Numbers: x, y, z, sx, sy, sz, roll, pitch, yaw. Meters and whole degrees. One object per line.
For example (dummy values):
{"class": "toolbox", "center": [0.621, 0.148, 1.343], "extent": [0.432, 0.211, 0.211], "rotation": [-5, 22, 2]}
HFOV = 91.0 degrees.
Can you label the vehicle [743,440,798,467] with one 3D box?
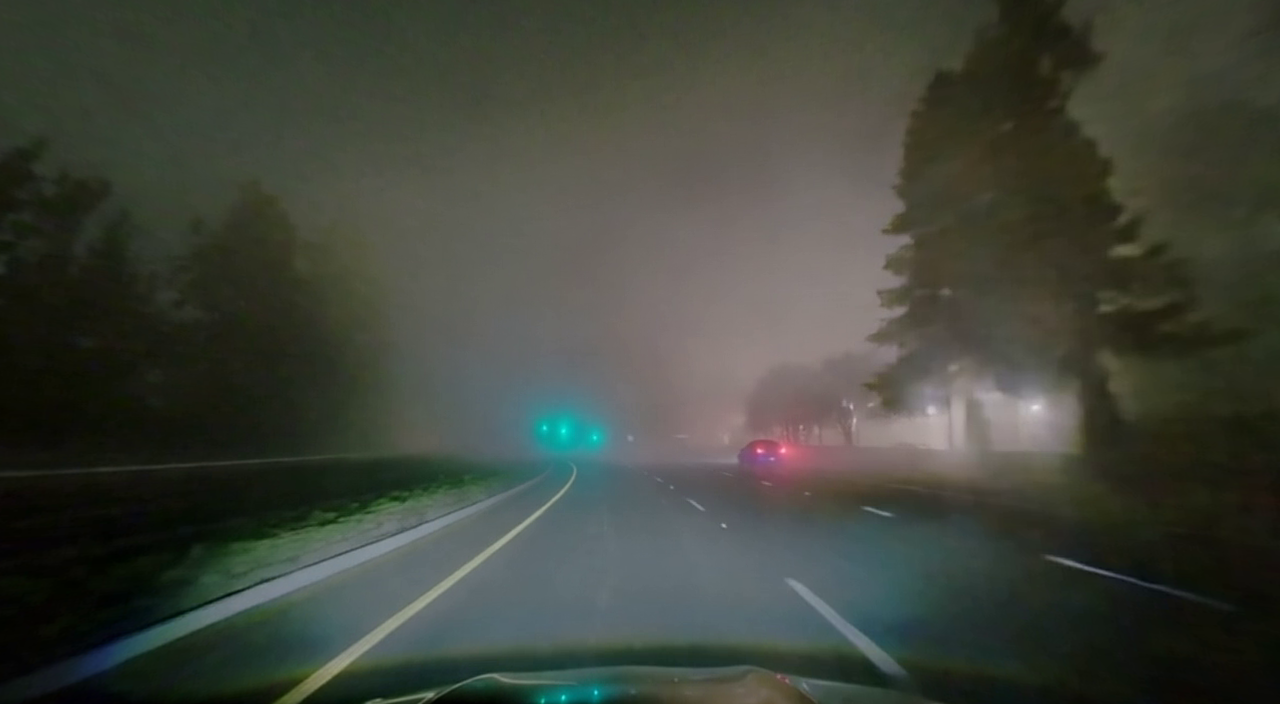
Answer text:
{"class": "vehicle", "center": [7.566, 5.925, 37.002], "extent": [1.908, 1.483, 4.474], "rotation": [1, -9, -6]}
